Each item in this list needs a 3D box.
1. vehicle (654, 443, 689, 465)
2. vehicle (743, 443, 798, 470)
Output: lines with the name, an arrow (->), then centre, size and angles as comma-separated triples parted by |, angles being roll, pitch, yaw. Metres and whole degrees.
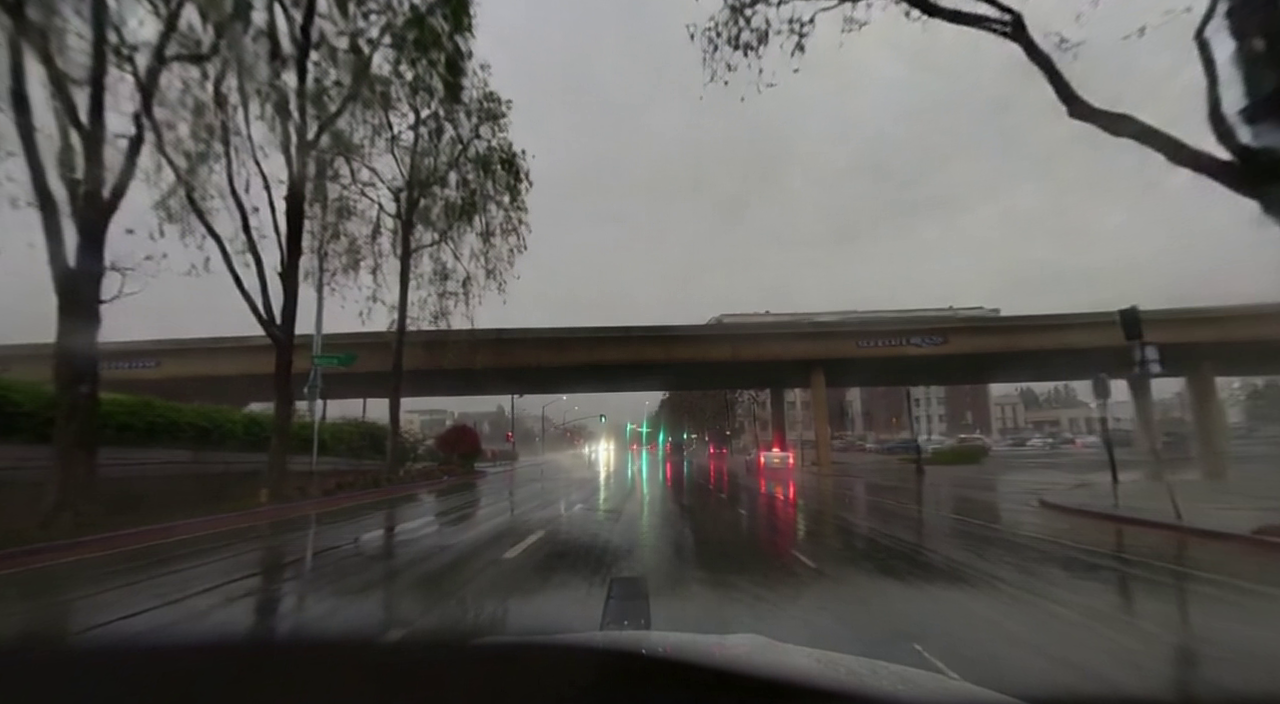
vehicle -> 2.135, 7.081, 43.881 | 2.280, 1.475, 4.051 | 0, -9, 1
vehicle -> 7.226, 5.821, 35.328 | 2.035, 1.435, 4.481 | 0, -9, -1
